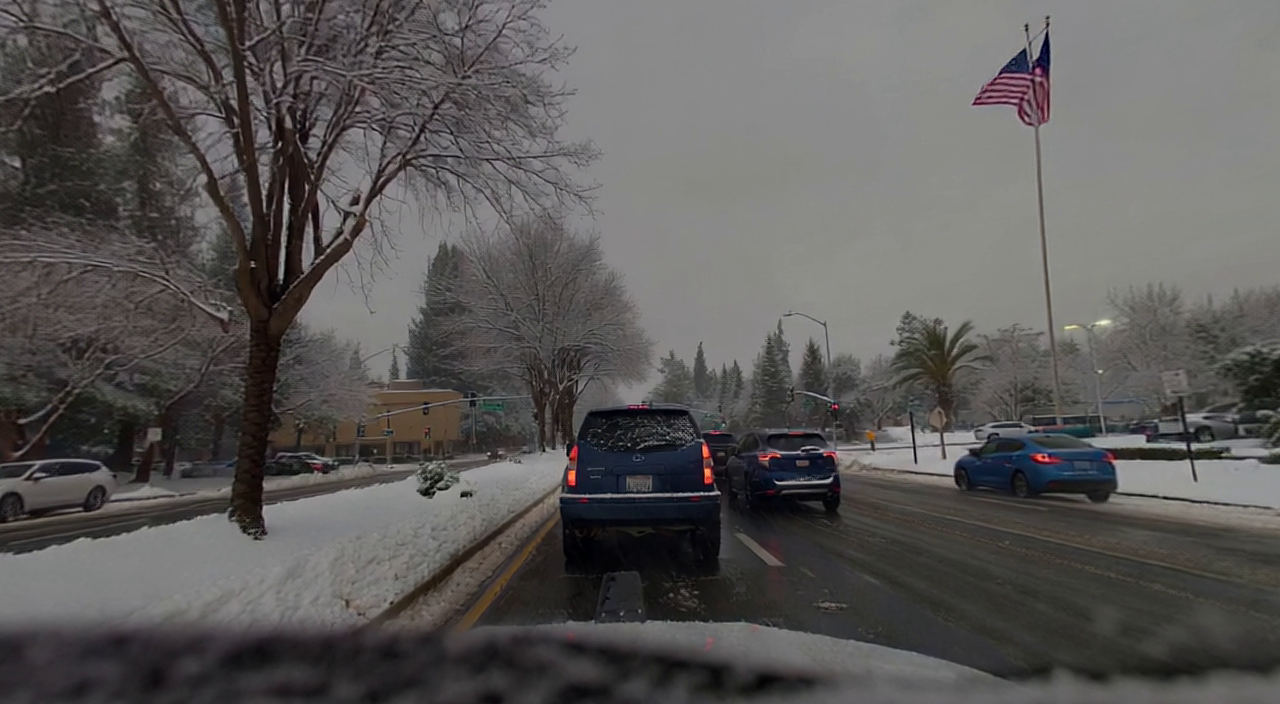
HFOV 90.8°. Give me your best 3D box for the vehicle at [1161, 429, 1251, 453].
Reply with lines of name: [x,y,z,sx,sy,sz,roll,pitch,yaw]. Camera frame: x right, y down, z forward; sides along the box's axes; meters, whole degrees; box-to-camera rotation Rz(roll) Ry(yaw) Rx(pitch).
vehicle: [36.420,5.764,40.837,1.839,1.455,4.395,0,-9,2]

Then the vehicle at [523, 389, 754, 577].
vehicle: [-0.121,1.700,8.945,2.402,1.938,4.535,0,-9,-3]

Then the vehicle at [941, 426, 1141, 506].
vehicle: [10.033,2.882,16.401,2.155,1.779,4.582,0,-9,0]

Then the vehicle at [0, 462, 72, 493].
vehicle: [-45.664,9.076,45.763,6.410,2.078,2.584,0,-9,0]

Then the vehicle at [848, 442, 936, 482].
vehicle: [10.174,4.456,25.871,1.855,1.495,4.143,0,-9,-1]

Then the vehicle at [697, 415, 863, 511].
vehicle: [3.250,2.827,16.582,2.773,2.021,6.212,0,-9,-2]
